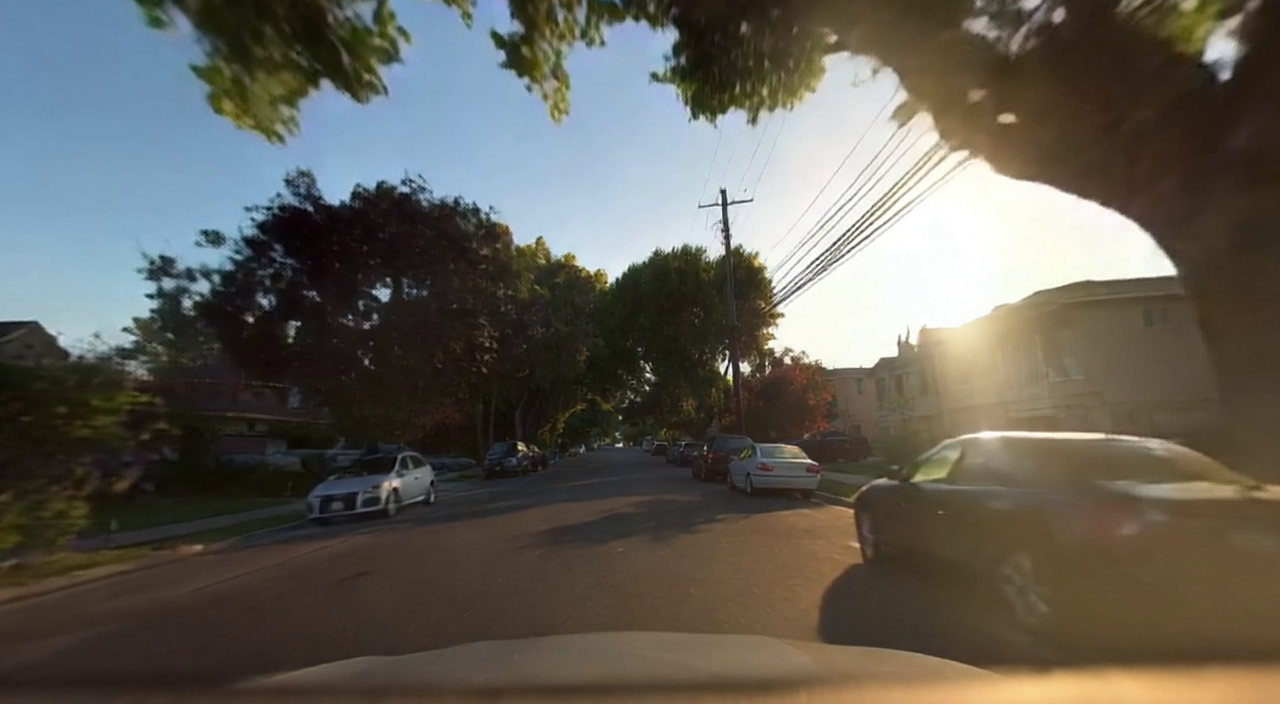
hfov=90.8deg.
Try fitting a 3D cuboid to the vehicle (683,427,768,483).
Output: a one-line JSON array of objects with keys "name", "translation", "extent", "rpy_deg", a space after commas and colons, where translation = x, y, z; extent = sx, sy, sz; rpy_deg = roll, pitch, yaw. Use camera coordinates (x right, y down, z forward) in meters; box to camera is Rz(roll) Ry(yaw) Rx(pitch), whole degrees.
[{"name": "vehicle", "translation": [2.981, 3.769, 23.512], "extent": [2.122, 1.809, 5.421], "rpy_deg": [0, -8, -3]}]

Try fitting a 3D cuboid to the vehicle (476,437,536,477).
[{"name": "vehicle", "translation": [-6.671, 5.292, 32.006], "extent": [2.118, 1.753, 4.377], "rpy_deg": [-4, -9, -2]}]

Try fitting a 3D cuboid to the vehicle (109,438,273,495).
[{"name": "vehicle", "translation": [-16.519, 4.157, 23.364], "extent": [4.747, 1.899, 2.181], "rpy_deg": [-1, -7, 11]}]

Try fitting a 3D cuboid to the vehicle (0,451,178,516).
[{"name": "vehicle", "translation": [-15.482, 3.553, 17.591], "extent": [1.886, 1.423, 4.491], "rpy_deg": [2, -8, -2]}]

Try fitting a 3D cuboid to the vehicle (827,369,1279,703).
[{"name": "vehicle", "translation": [3.525, 1.248, 5.490], "extent": [2.247, 1.618, 4.655], "rpy_deg": [2, -8, -2]}]

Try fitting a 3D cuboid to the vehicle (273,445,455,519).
[{"name": "vehicle", "translation": [-6.263, 2.971, 15.155], "extent": [2.199, 1.439, 4.757], "rpy_deg": [-1, -8, 1]}]

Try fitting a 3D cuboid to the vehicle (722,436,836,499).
[{"name": "vehicle", "translation": [3.546, 3.025, 17.056], "extent": [1.848, 1.436, 4.582], "rpy_deg": [0, -8, -2]}]
